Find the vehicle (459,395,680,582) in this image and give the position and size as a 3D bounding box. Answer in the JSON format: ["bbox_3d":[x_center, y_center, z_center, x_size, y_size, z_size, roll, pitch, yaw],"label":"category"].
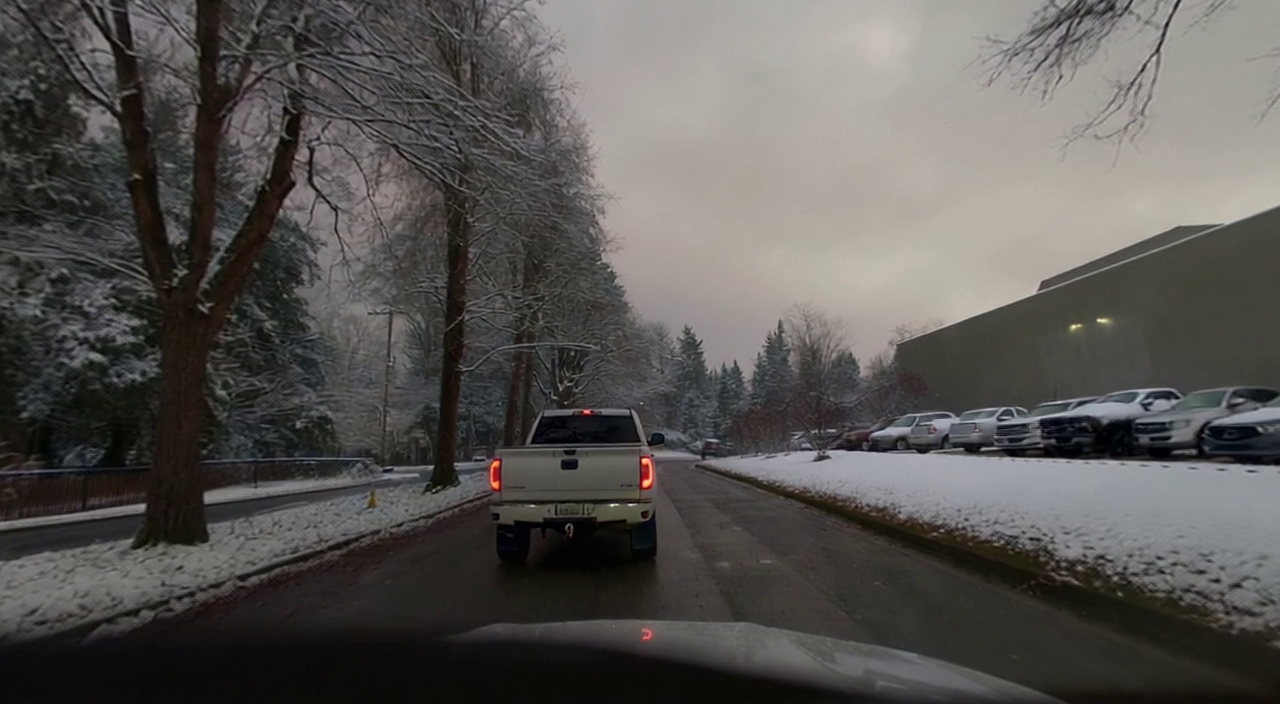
[{"bbox_3d":[-0.629,1.707,8.769,2.157,1.816,5.039,0,-8,1],"label":"vehicle"}]

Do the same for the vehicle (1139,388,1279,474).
[{"bbox_3d":[11.881,1.390,11.224,4.298,1.392,1.944,-1,-8,2],"label":"vehicle"}]
